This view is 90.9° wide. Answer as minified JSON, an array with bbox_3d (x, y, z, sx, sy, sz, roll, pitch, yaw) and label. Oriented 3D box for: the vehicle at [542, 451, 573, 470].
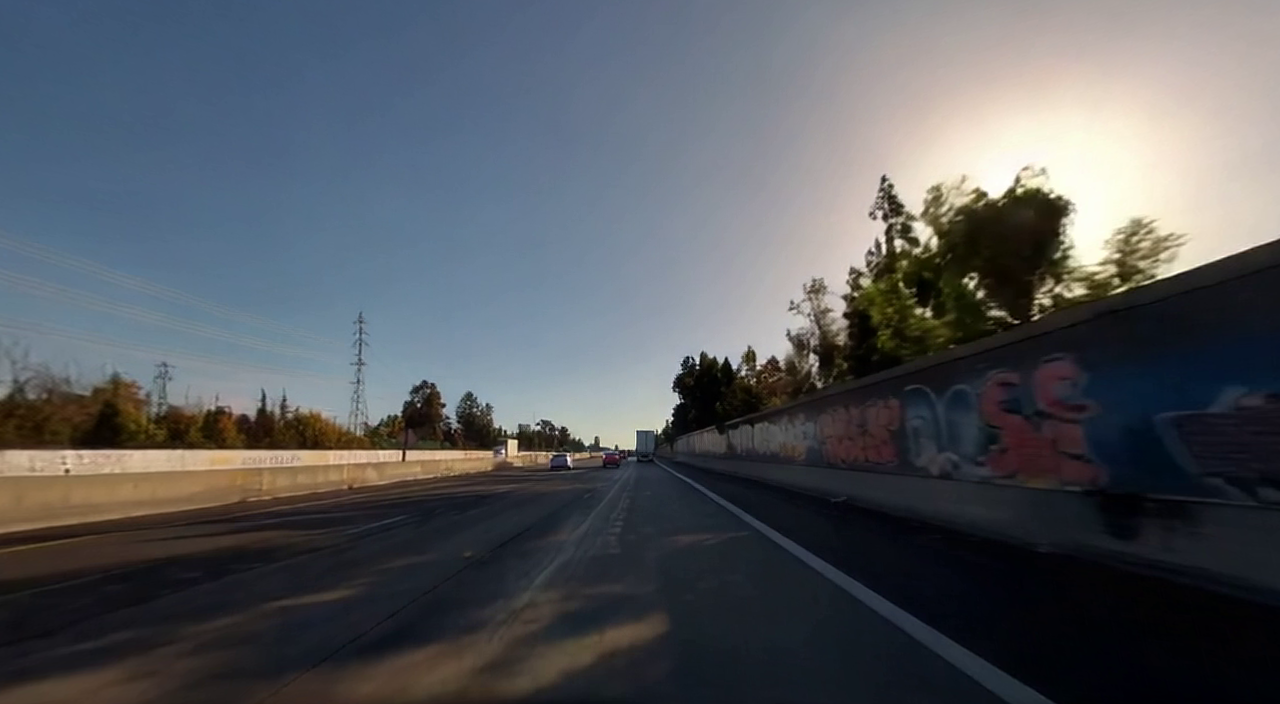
[{"bbox_3d":[-6.490,8.544,49.879,2.027,1.431,3.033,0,-9,1],"label":"vehicle"}]
